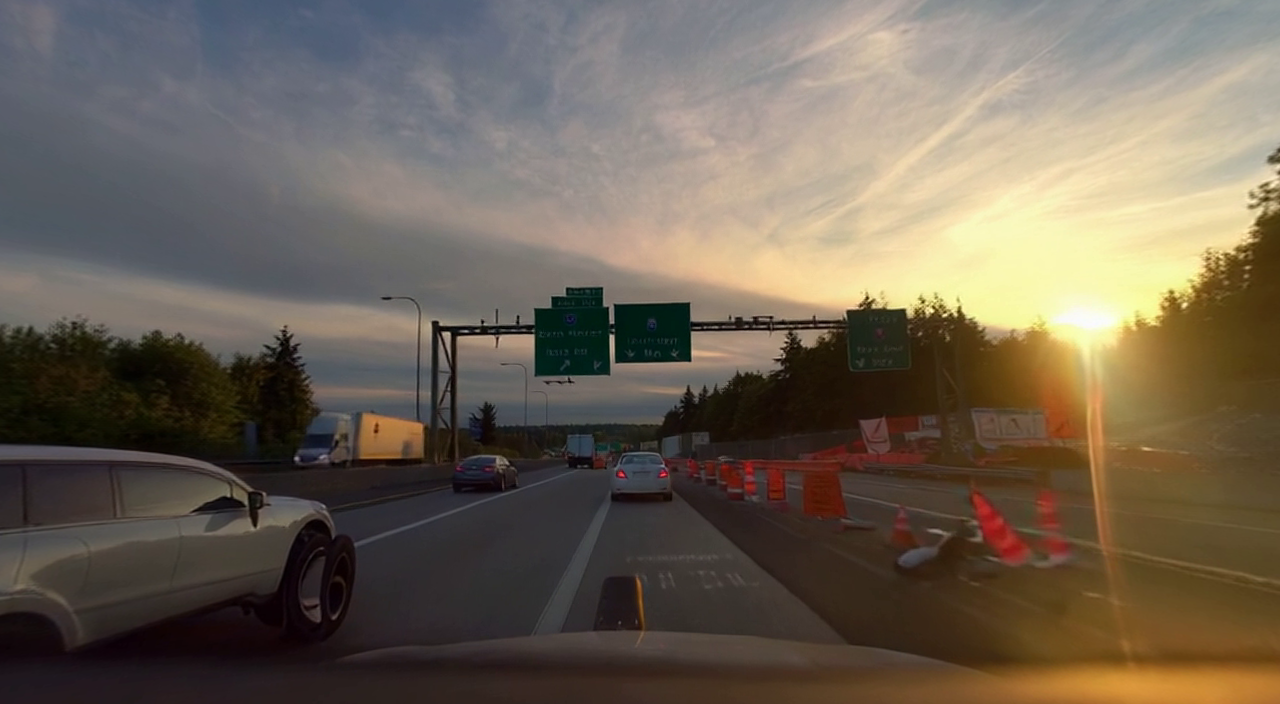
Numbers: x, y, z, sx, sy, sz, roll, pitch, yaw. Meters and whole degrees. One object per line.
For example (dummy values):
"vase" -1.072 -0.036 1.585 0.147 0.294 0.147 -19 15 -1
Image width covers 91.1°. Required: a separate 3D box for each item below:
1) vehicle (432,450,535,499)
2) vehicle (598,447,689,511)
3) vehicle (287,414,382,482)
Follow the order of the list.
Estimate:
"vehicle" -4.941 3.943 20.541 2.063 1.417 4.000 -1 -9 4
"vehicle" 0.064 3.201 16.237 2.080 1.451 3.512 0 -9 0
"vehicle" -19.355 6.148 40.273 2.979 3.948 5.862 0 -9 0
